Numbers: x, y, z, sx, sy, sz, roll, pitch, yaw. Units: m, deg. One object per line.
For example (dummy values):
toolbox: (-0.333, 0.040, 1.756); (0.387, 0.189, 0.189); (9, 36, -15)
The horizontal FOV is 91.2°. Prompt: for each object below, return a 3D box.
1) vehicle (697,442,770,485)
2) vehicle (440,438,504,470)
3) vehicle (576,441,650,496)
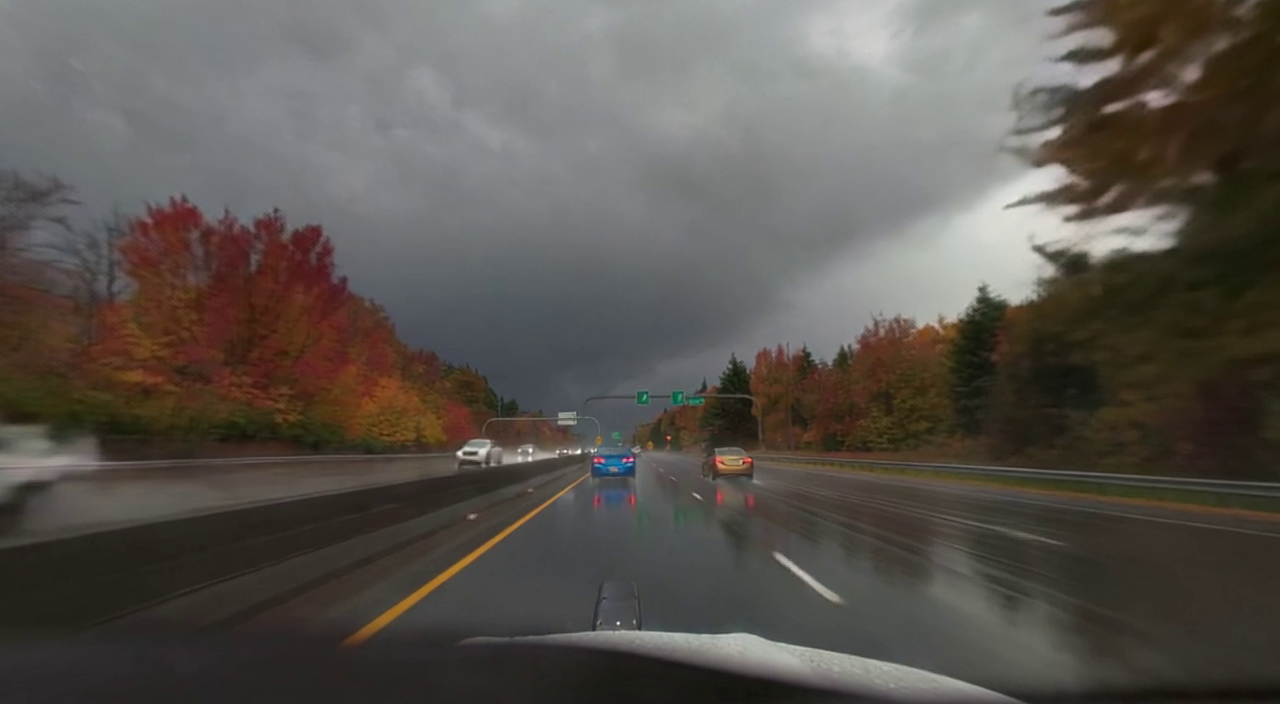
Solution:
vehicle: (3.710, 4.527, 25.676); (2.300, 1.595, 4.144); (-1, -9, 0)
vehicle: (-9.554, 5.859, 36.088); (2.512, 1.641, 4.748); (0, -9, -1)
vehicle: (-0.797, 3.692, 20.220); (2.128, 1.516, 4.410); (0, -9, -1)
